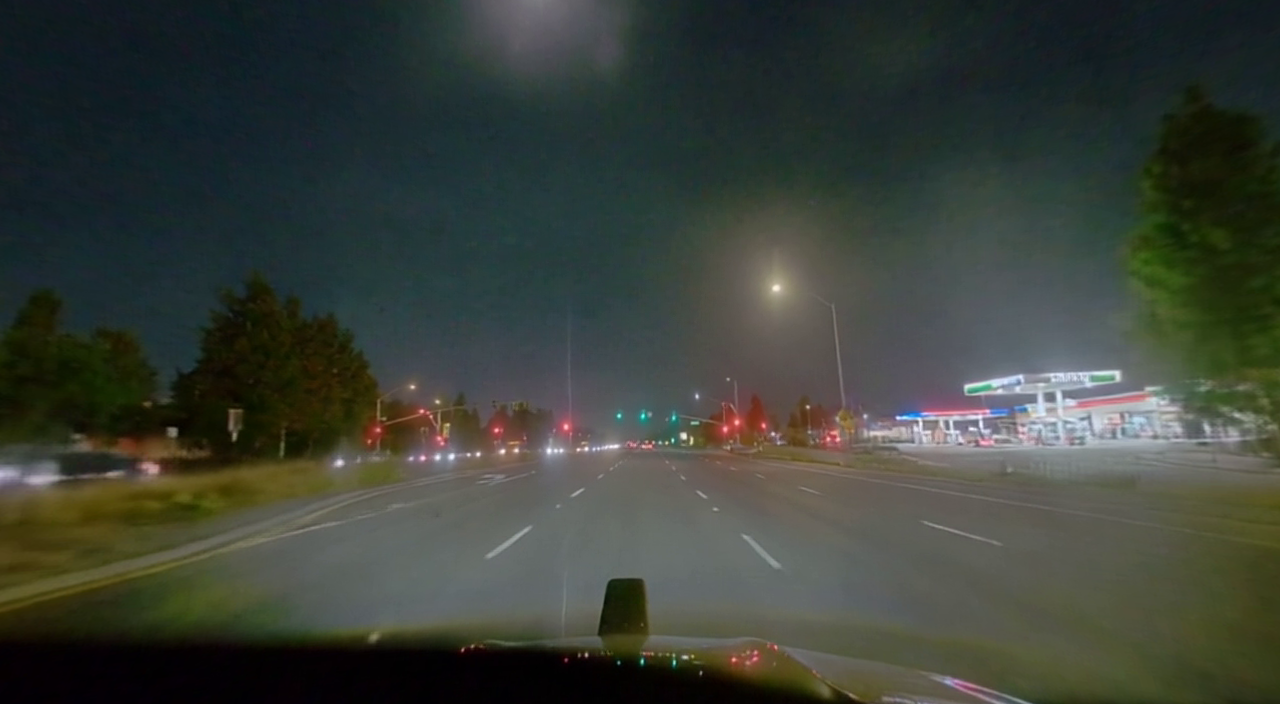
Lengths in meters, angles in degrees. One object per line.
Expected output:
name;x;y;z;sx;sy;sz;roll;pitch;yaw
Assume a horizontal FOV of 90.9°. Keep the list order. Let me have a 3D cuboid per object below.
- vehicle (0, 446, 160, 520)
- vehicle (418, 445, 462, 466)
vehicle;-14.097;2.975;14.808;1.951;1.470;4.673;0;-8;0
vehicle;-14.816;7.670;46.861;1.880;1.496;4.246;0;-8;0
